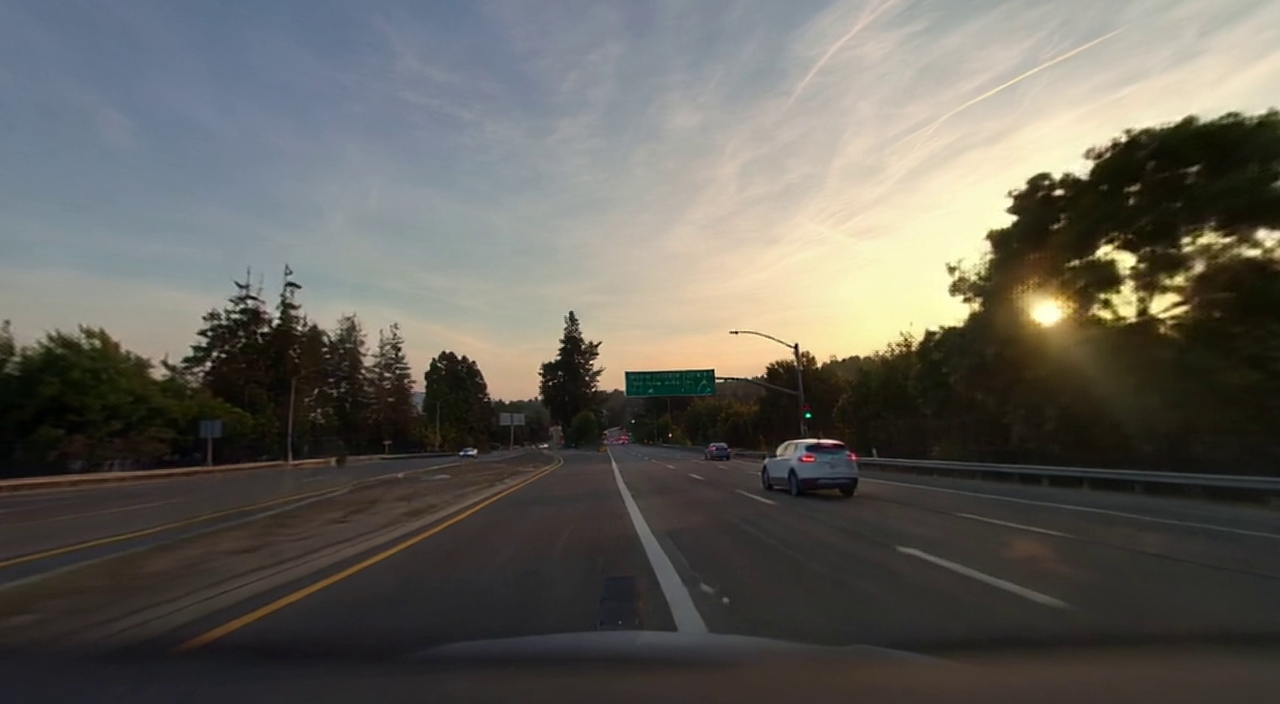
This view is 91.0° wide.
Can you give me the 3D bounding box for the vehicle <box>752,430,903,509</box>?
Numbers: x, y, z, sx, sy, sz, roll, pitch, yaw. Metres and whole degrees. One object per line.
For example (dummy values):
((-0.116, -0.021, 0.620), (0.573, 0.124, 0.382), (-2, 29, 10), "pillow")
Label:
((4.460, 2.877, 15.902), (2.066, 1.683, 4.675), (1, -9, -4), "vehicle")
